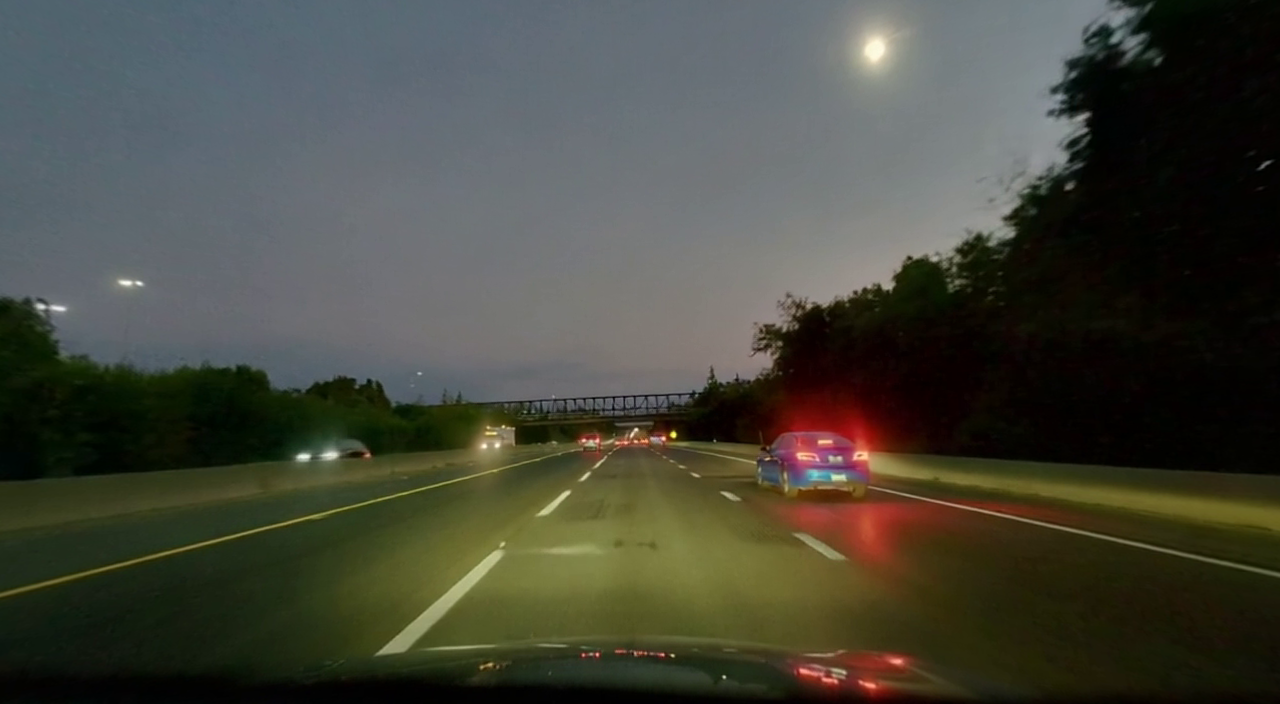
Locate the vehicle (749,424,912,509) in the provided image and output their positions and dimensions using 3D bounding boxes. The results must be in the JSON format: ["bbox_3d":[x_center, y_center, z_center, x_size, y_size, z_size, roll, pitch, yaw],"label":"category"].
[{"bbox_3d":[3.840,2.375,13.670,2.031,1.531,4.365,0,-8,-2],"label":"vehicle"}]

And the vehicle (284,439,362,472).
[{"bbox_3d":[-16.601,5.434,33.285,1.866,1.594,4.434,0,-8,-1],"label":"vehicle"}]
